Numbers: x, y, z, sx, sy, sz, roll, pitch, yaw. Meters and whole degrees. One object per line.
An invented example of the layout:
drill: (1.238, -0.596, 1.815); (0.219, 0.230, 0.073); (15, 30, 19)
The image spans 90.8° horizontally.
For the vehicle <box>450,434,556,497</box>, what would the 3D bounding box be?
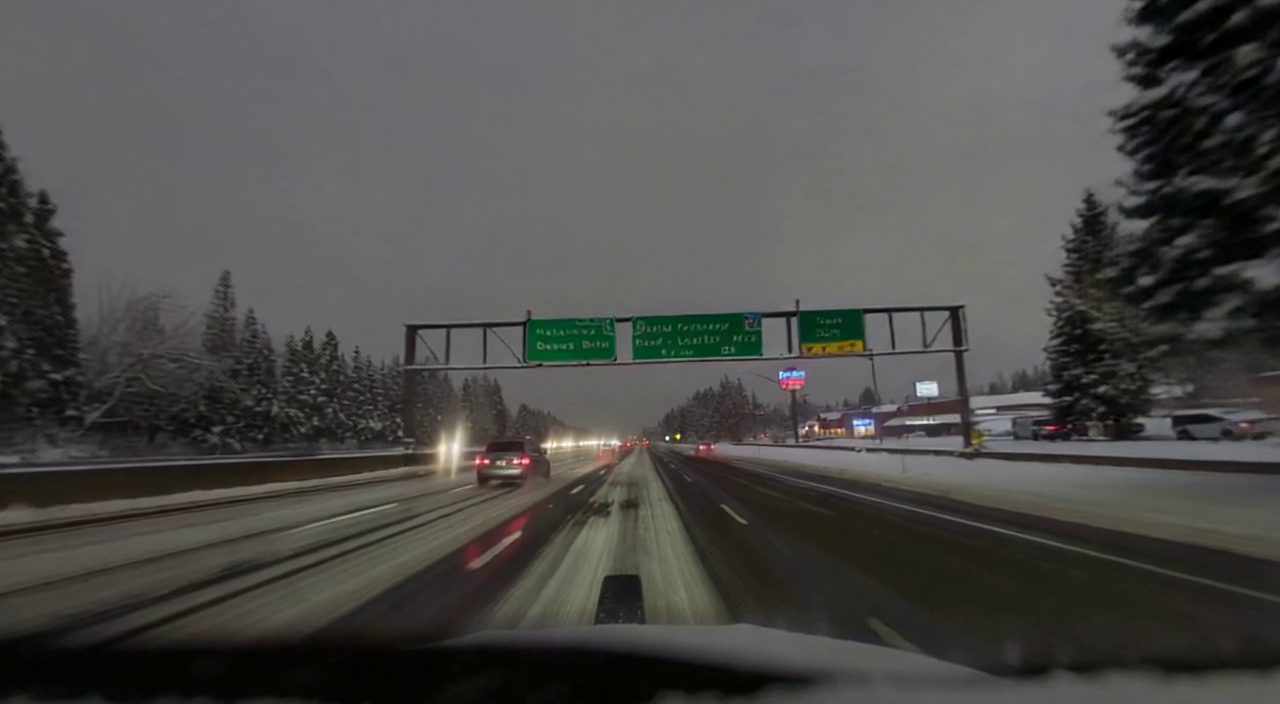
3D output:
vehicle: (-3.649, 3.097, 17.642); (1.939, 1.508, 4.272); (0, -8, 1)

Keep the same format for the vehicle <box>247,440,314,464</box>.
vehicle: (-22.731, 6.320, 40.140); (1.762, 1.400, 4.240); (0, -8, 0)
